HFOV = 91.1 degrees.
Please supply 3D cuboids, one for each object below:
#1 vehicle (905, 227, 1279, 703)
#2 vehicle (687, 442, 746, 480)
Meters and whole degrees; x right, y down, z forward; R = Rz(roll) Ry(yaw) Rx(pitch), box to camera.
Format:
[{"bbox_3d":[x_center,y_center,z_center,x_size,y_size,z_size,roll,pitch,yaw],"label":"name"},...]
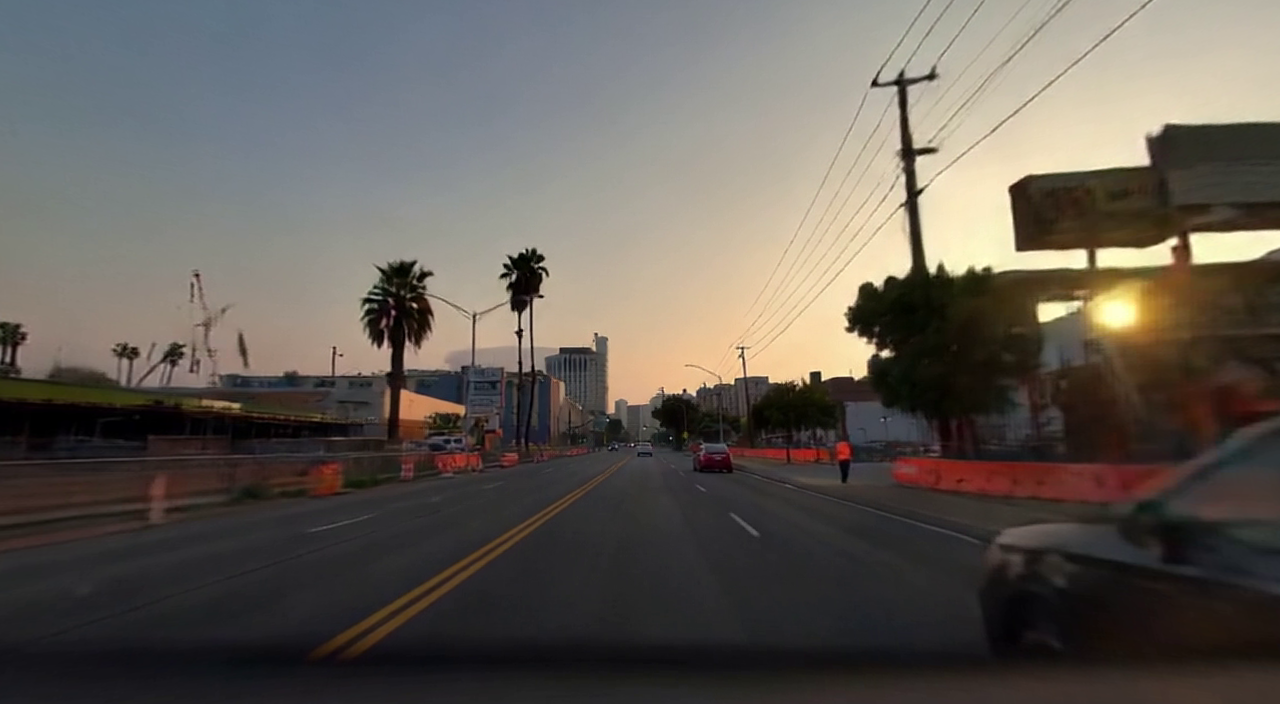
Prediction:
[{"bbox_3d":[3.112,0.594,1.700,2.386,1.970,5.665,0,-8,1],"label":"vehicle"},{"bbox_3d":[3.389,4.929,28.649,2.148,1.562,4.642,0,-8,0],"label":"vehicle"}]
